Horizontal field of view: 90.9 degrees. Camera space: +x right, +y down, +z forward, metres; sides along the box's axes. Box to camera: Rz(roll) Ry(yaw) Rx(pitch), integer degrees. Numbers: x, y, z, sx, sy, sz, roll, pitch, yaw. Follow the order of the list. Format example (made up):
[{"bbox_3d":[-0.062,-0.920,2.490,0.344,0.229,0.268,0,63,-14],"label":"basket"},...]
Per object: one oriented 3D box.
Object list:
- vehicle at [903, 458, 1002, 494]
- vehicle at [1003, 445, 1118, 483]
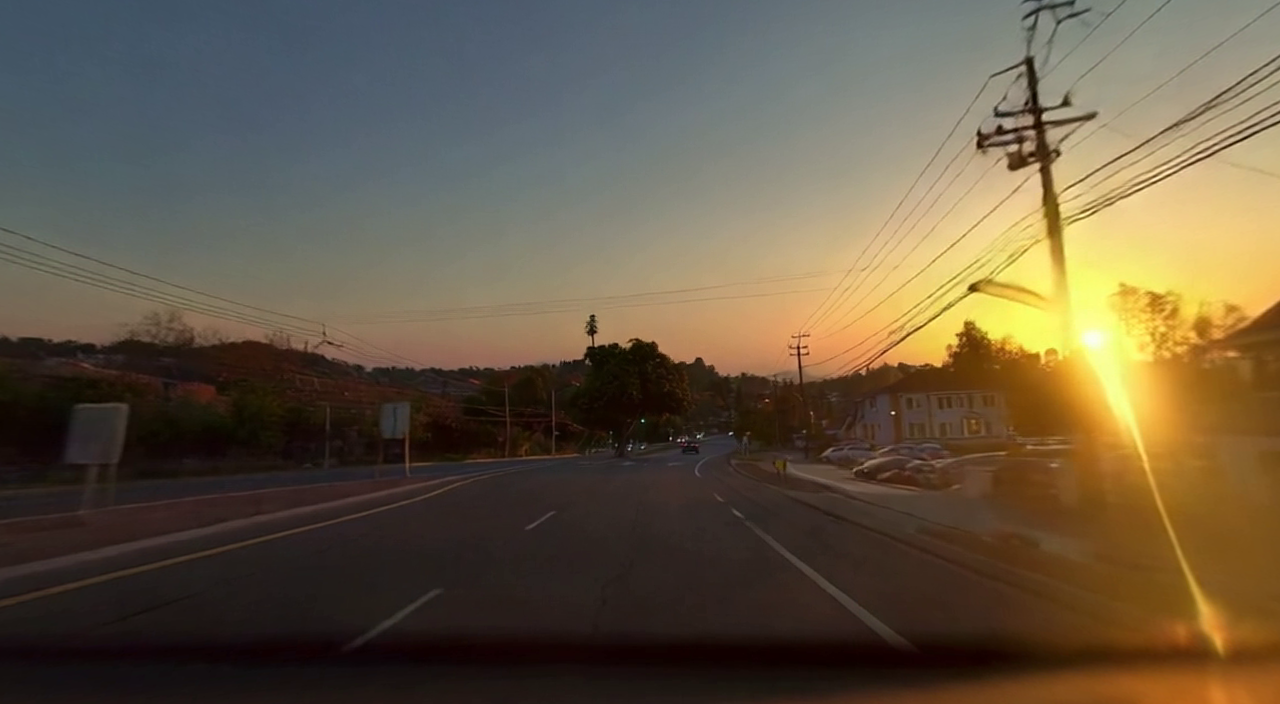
[{"bbox_3d":[14.599,5.738,29.413,4.475,1.492,1.925,5,-10,-30],"label":"vehicle"},{"bbox_3d":[22.176,5.898,33.559,2.119,1.874,4.855,2,-9,-12],"label":"vehicle"}]
